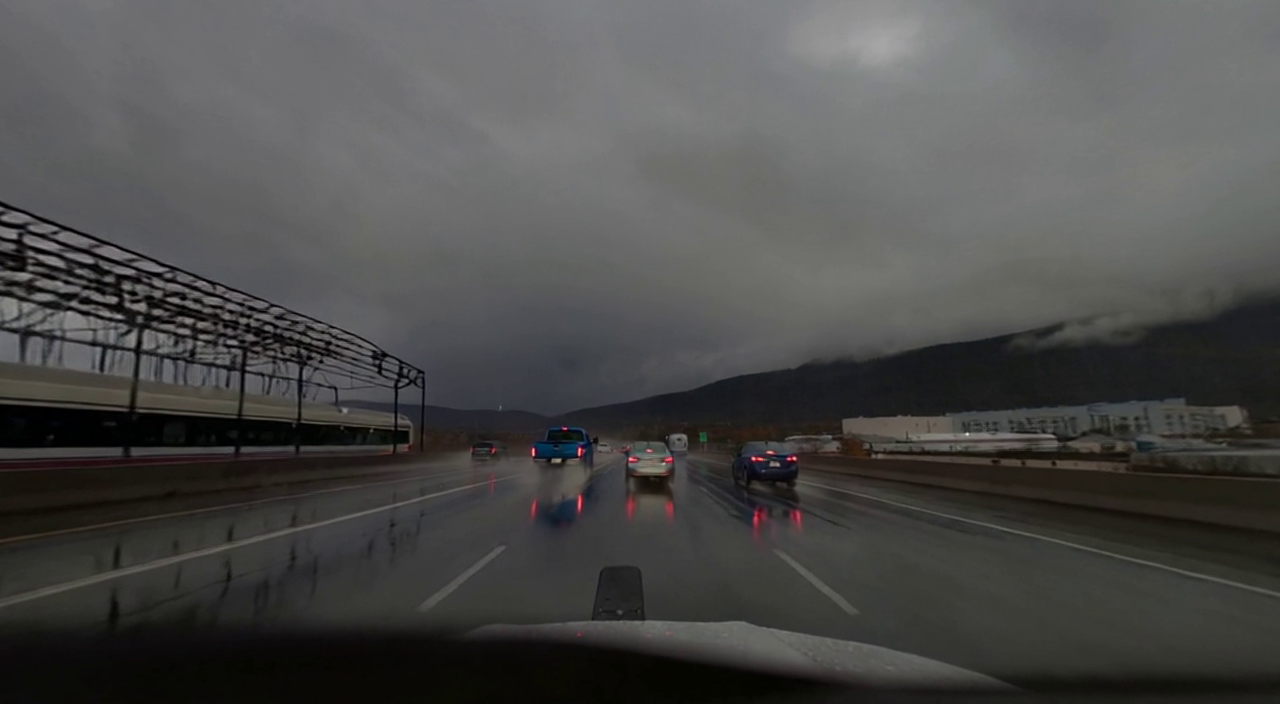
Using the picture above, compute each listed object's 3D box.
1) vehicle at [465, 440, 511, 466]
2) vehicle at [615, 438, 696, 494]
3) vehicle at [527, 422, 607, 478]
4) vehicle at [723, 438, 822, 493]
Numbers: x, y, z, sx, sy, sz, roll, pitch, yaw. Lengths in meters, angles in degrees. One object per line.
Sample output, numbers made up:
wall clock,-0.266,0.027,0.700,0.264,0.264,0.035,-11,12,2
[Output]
vehicle,-10.763,7.188,44.947,2.137,1.728,4.665,0,-9,1
vehicle,0.396,3.396,19.095,2.171,1.493,4.081,0,-9,-1
vehicle,-3.077,4.409,28.464,2.733,2.230,6.820,0,-9,1
vehicle,4.015,3.527,19.966,2.023,1.510,4.773,0,-9,-1
